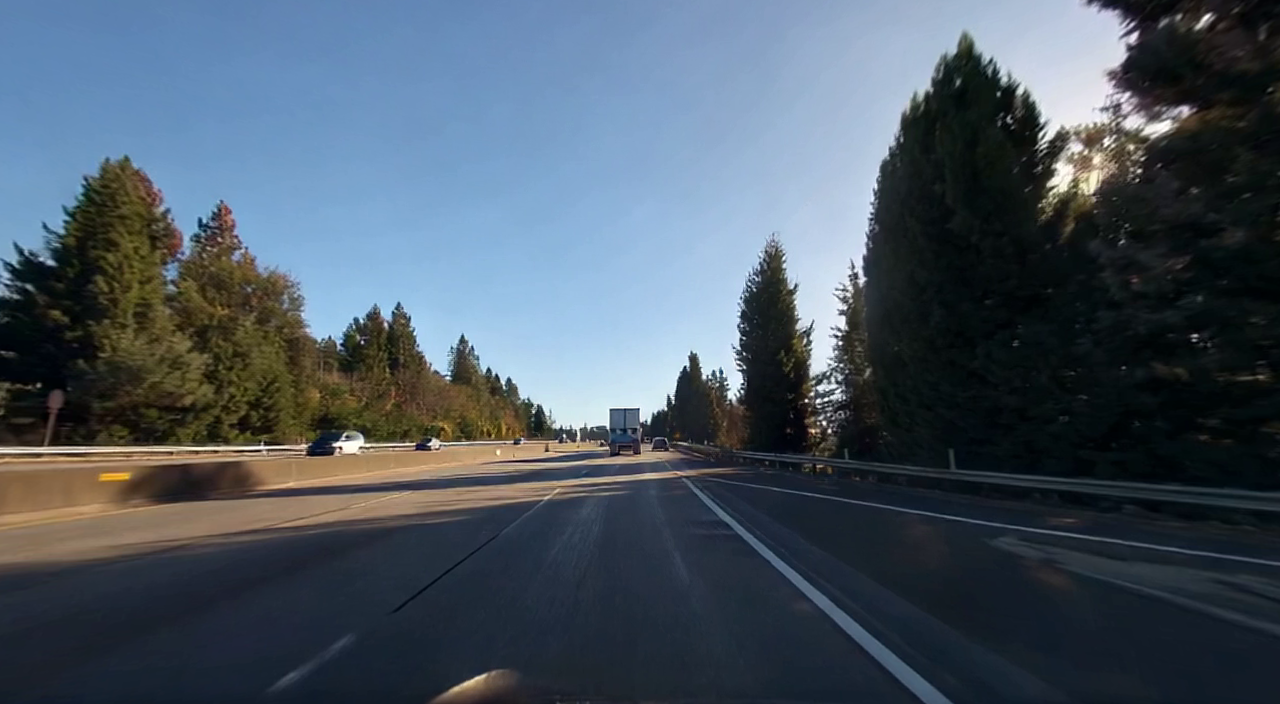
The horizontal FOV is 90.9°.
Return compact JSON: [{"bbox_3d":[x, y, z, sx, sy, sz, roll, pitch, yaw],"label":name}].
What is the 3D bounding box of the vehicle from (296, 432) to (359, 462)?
[{"bbox_3d":[-19.913,6.046,40.371,2.157,1.776,4.374,0,-7,-6],"label":"vehicle"}]
